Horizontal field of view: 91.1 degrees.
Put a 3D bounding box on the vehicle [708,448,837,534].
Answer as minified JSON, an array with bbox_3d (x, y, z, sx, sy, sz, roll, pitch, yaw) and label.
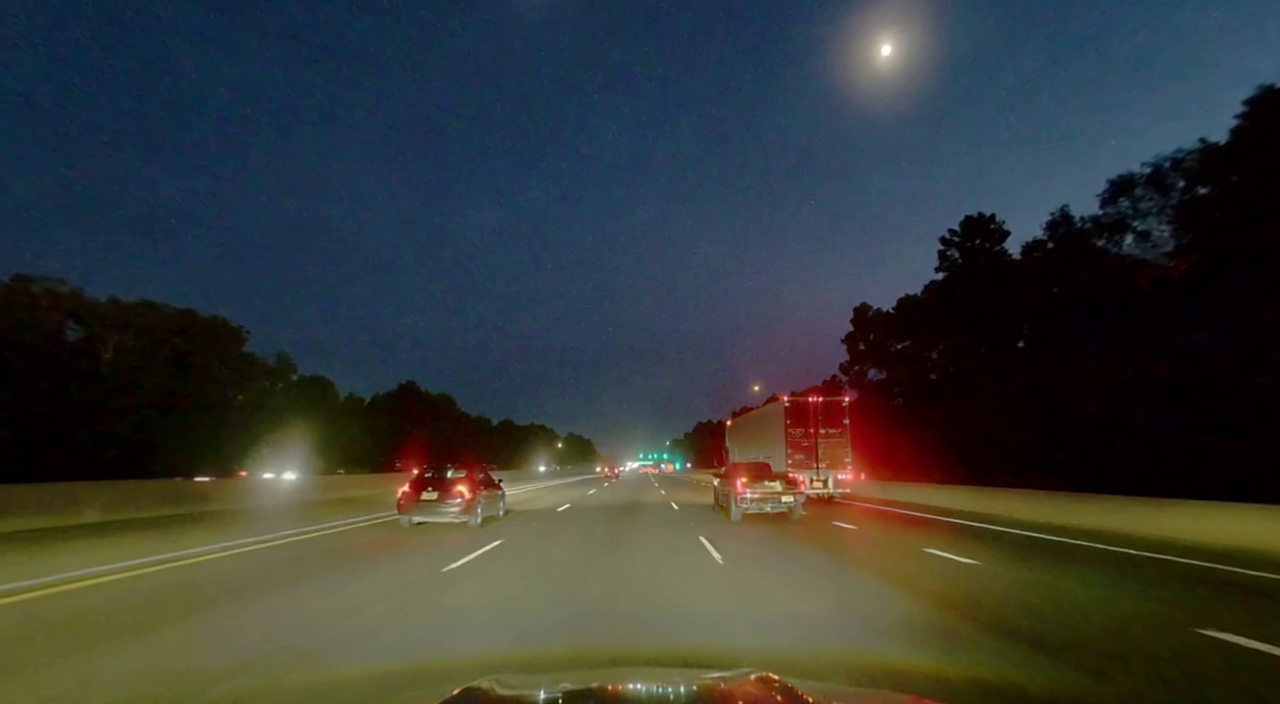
[{"bbox_3d":[2.956,3.252,15.161,2.050,1.708,4.457,1,-10,-1],"label":"vehicle"}]

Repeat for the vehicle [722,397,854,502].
[{"bbox_3d":[7.031,5.451,33.787,2.883,4.151,17.144,1,-10,0],"label":"vehicle"}]

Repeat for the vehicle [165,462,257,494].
[{"bbox_3d":[-23.153,6.812,34.099,1.963,1.602,4.151,1,-10,0],"label":"vehicle"}]

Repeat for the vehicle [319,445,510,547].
[{"bbox_3d":[-3.970,2.636,11.983,2.025,1.547,4.150,1,-10,1],"label":"vehicle"}]

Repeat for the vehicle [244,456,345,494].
[{"bbox_3d":[-15.500,5.535,28.516,1.944,1.539,4.598,1,-10,0],"label":"vehicle"}]
